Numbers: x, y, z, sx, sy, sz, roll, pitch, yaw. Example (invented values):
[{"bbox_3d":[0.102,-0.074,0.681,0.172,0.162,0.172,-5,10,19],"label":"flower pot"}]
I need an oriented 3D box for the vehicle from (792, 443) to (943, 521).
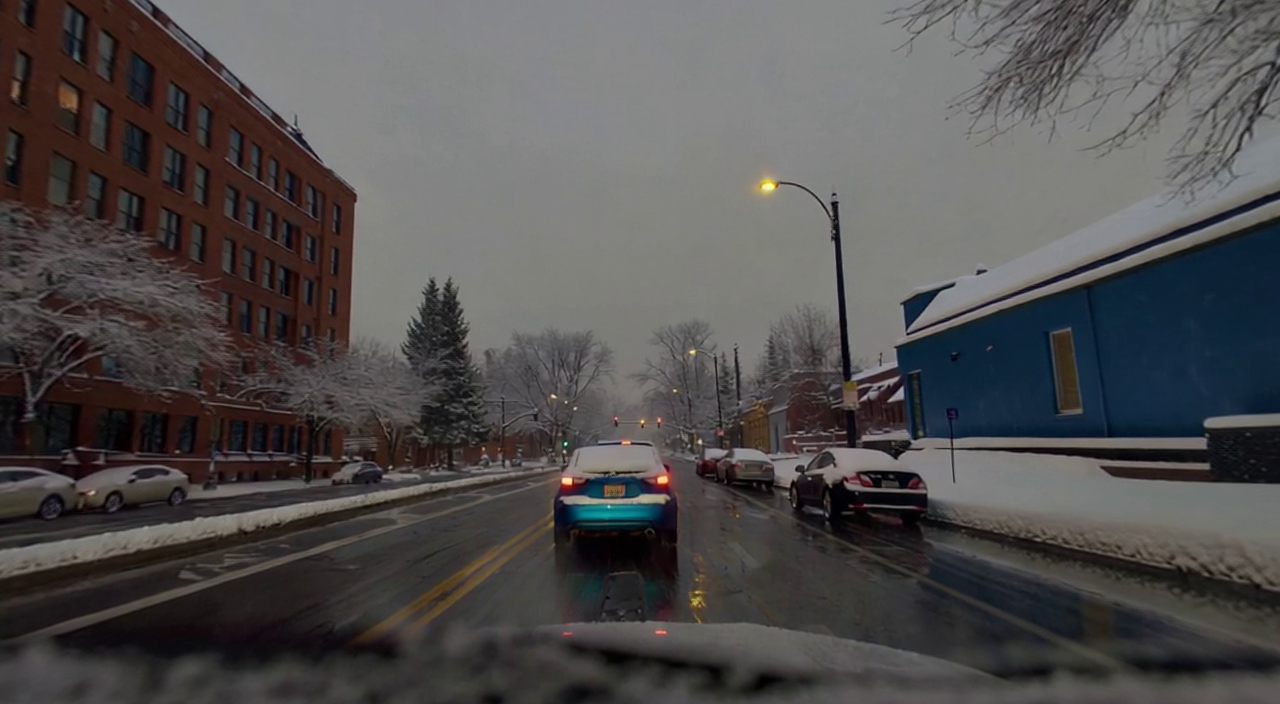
[{"bbox_3d":[4.912,2.838,14.304,1.832,1.491,4.054,1,-9,-1],"label":"vehicle"}]

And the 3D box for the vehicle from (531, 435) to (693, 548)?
[{"bbox_3d":[-0.388,2.242,10.787,2.230,1.518,4.113,0,-9,0],"label":"vehicle"}]

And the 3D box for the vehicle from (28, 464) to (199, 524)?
[{"bbox_3d":[-18.023,4.828,21.923,2.011,1.727,4.449,1,-9,0],"label":"vehicle"}]
